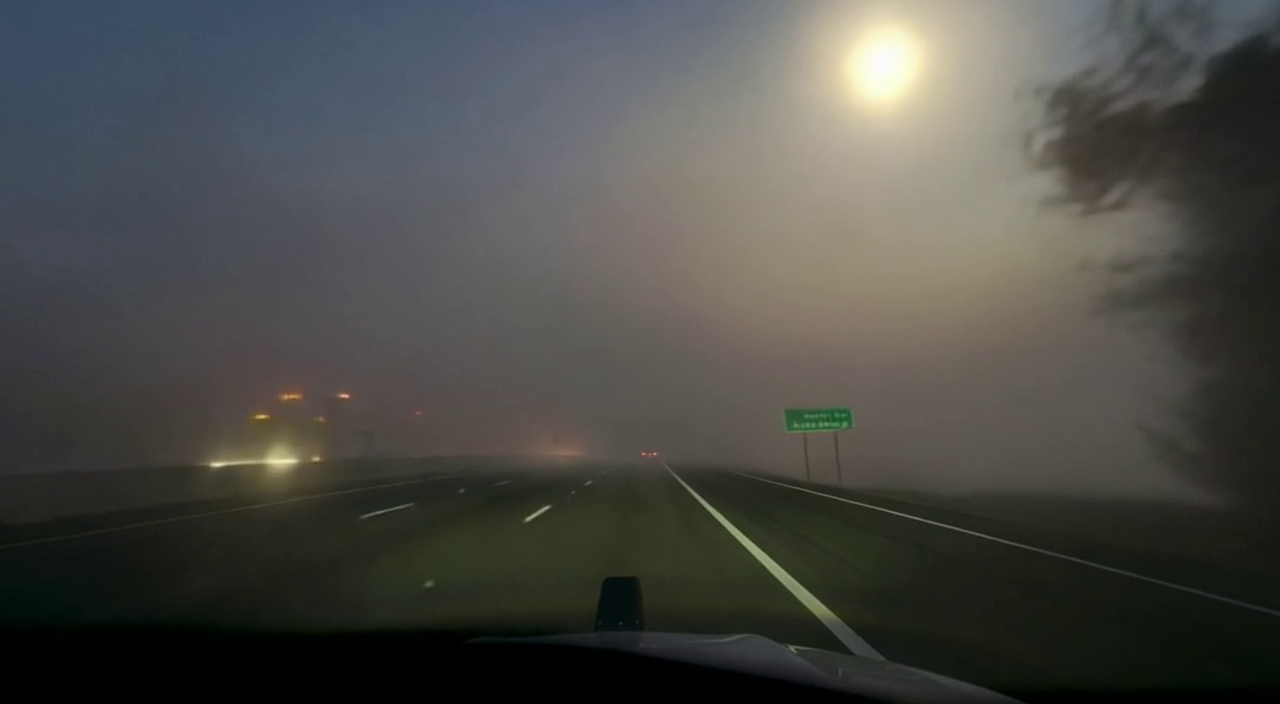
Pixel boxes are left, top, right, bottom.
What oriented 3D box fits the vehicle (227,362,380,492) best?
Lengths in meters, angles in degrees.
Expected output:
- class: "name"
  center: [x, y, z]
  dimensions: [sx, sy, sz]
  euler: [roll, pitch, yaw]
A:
- class: "vehicle"
  center: [-11.064, 2.551, 21.178]
  dimensions: [2.818, 3.939, 3.780]
  euler: [0, -9, 1]
